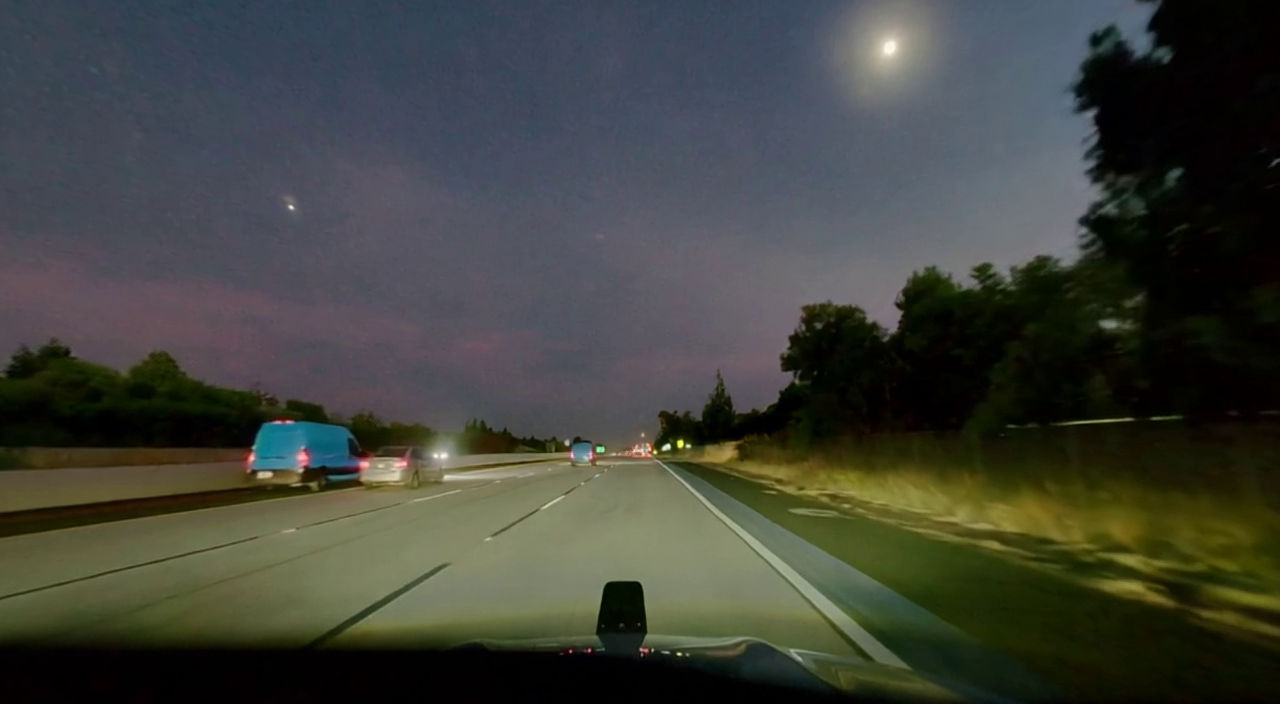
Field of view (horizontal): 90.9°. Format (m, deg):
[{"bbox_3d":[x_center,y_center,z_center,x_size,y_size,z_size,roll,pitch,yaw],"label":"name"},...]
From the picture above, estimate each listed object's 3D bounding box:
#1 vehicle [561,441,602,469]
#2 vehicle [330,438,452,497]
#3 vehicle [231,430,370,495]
[{"bbox_3d":[-4.010,7.164,44.191,2.313,1.852,4.775,0,-9,2],"label":"vehicle"},{"bbox_3d":[-7.433,3.472,19.302,2.014,1.598,4.015,0,-9,1],"label":"vehicle"},{"bbox_3d":[-10.840,3.540,20.592,1.977,1.870,4.525,0,-9,0],"label":"vehicle"}]
